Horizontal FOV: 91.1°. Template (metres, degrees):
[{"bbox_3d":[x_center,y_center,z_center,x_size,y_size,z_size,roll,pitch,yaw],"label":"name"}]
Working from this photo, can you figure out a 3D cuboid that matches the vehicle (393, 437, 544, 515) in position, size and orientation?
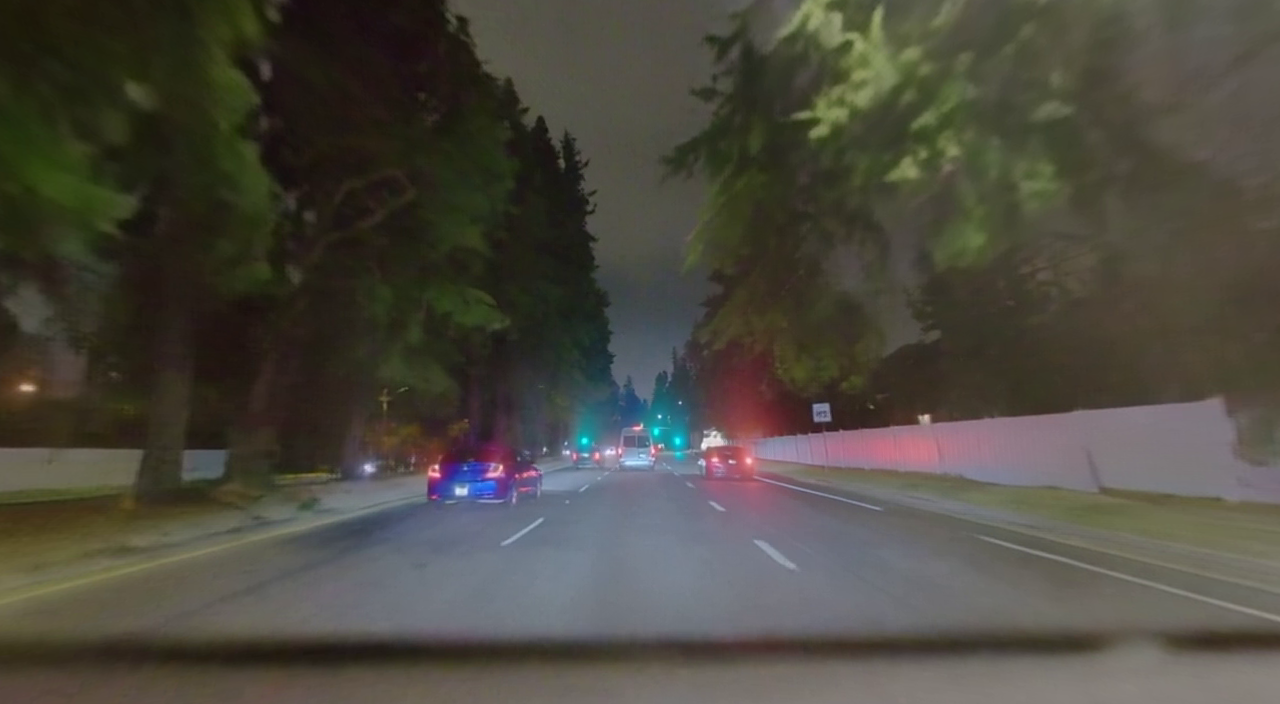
[{"bbox_3d":[-3.630,2.714,14.328,2.036,1.474,4.647,0,-8,1],"label":"vehicle"}]

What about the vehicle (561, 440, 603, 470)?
[{"bbox_3d":[-3.383,6.119,37.483,2.021,1.715,4.329,0,-8,1],"label":"vehicle"}]

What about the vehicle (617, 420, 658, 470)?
[{"bbox_3d":[-0.095,5.642,38.109,2.311,2.726,5.814,0,-9,1],"label":"vehicle"}]

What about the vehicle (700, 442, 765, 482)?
[{"bbox_3d":[3.622,4.390,25.363,1.945,1.469,4.258,0,-8,0],"label":"vehicle"}]

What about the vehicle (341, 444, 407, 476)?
[{"bbox_3d":[-17.412,7.072,41.404,2.129,1.952,5.079,0,-8,0],"label":"vehicle"}]
